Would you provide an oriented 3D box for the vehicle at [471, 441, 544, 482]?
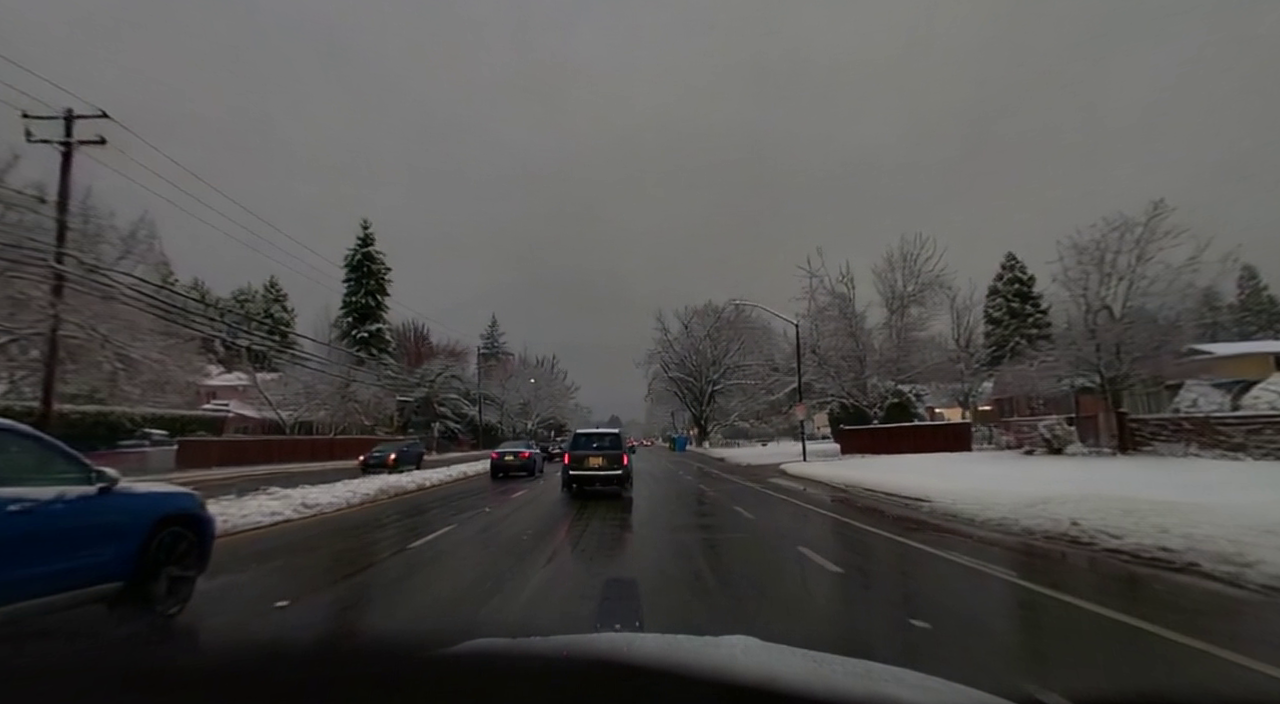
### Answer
[{"bbox_3d":[-5.311,4.446,25.980,2.014,1.493,4.658,0,-8,0],"label":"vehicle"}]

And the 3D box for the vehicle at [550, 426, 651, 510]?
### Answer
[{"bbox_3d":[-0.867,2.776,15.599,2.131,1.761,4.242,0,-8,-1],"label":"vehicle"}]

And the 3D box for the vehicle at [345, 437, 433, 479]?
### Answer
[{"bbox_3d":[-11.558,4.906,29.526,2.131,1.798,4.902,0,-8,0],"label":"vehicle"}]

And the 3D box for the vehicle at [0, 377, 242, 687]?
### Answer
[{"bbox_3d":[-4.719,0.977,3.299,2.243,1.722,4.621,0,-8,0],"label":"vehicle"}]
